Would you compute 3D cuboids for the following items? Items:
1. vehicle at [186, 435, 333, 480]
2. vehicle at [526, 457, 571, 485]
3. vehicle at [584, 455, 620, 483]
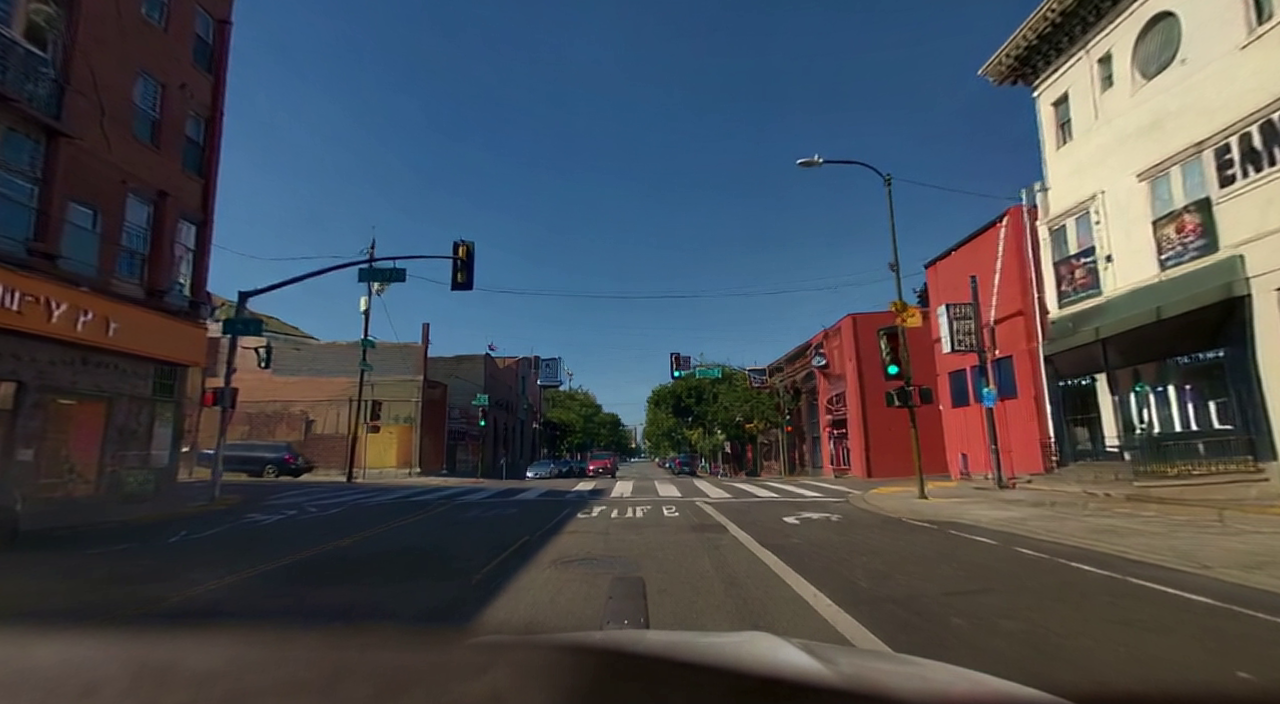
[{"bbox_3d":[-17.668,4.900,29.476,5.376,1.994,2.196,0,-8,1],"label":"vehicle"},{"bbox_3d":[-5.902,7.735,41.197,2.167,1.643,4.518,-1,-8,2],"label":"vehicle"},{"bbox_3d":[-2.413,7.613,41.177,1.981,1.625,4.399,0,-8,1],"label":"vehicle"}]
